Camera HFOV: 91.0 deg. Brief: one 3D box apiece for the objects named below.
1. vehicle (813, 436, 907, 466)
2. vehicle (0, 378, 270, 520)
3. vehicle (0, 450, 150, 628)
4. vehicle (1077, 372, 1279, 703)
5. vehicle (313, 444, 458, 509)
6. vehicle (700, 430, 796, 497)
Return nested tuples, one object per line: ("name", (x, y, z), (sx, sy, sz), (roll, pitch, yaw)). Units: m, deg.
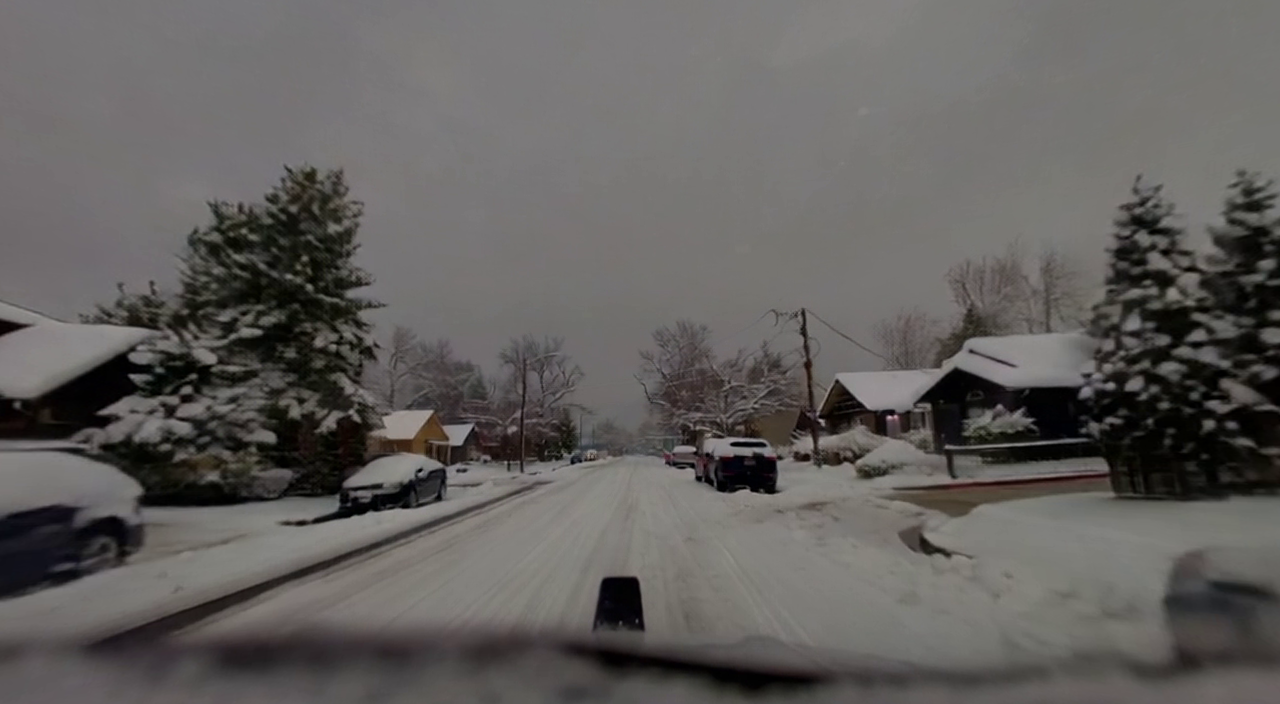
("vehicle", (11.416, 5.169, 32.946), (4.111, 1.459, 2.214), (-1, -8, 4))
("vehicle", (-13.921, 2.475, 16.506), (6.585, 3.247, 3.011), (-2, -6, 2))
("vehicle", (-6.896, 1.579, 4.976), (1.905, 1.602, 4.974), (-2, -12, 2))
("vehicle", (3.174, 0.668, 0.734), (2.050, 1.598, 4.590), (0, -8, 1))
("vehicle", (-6.825, 3.564, 17.510), (2.071, 1.481, 4.425), (-2, -14, 1))
("vehicle", (3.279, 3.508, 20.232), (2.262, 1.870, 4.948), (0, -8, 1))
